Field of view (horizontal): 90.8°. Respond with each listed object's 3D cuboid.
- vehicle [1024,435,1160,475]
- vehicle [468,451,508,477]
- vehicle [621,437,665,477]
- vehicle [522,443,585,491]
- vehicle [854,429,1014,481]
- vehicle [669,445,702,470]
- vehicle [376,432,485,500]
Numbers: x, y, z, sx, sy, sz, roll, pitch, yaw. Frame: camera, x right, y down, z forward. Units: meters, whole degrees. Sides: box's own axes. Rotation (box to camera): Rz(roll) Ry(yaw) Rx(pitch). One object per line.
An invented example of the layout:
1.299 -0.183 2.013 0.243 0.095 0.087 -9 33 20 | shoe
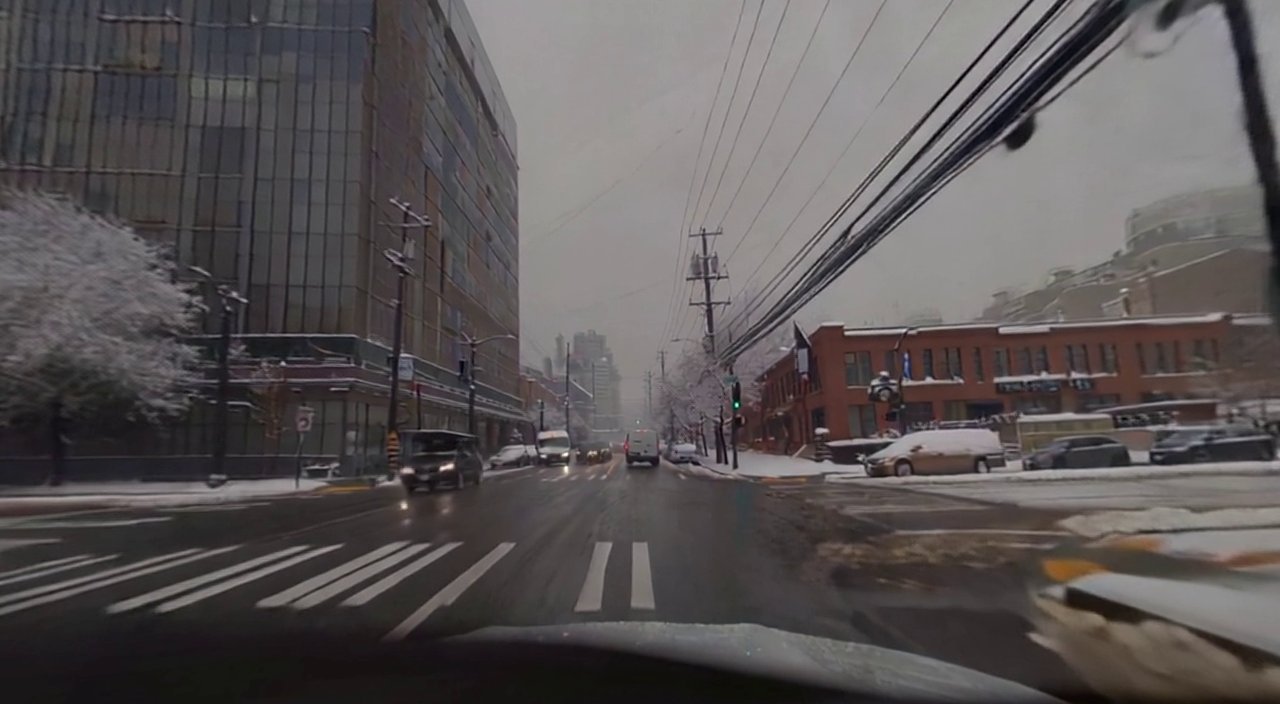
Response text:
18.868 4.309 26.537 4.161 1.586 1.992 0 -9 -2 | vehicle
-9.951 7.353 41.672 1.847 1.566 3.525 -2 -9 -1 | vehicle
0.095 5.425 32.825 2.127 1.893 4.194 0 -9 -2 | vehicle
-3.227 4.332 24.297 2.026 1.616 4.109 -1 -8 -2 | vehicle
10.928 3.883 23.914 4.966 1.826 2.209 -1 -9 7 | vehicle
3.150 7.463 44.811 1.934 1.633 4.271 0 -9 -1 | vehicle
-6.719 3.696 20.884 2.090 1.975 4.657 0 -9 -2 | vehicle
